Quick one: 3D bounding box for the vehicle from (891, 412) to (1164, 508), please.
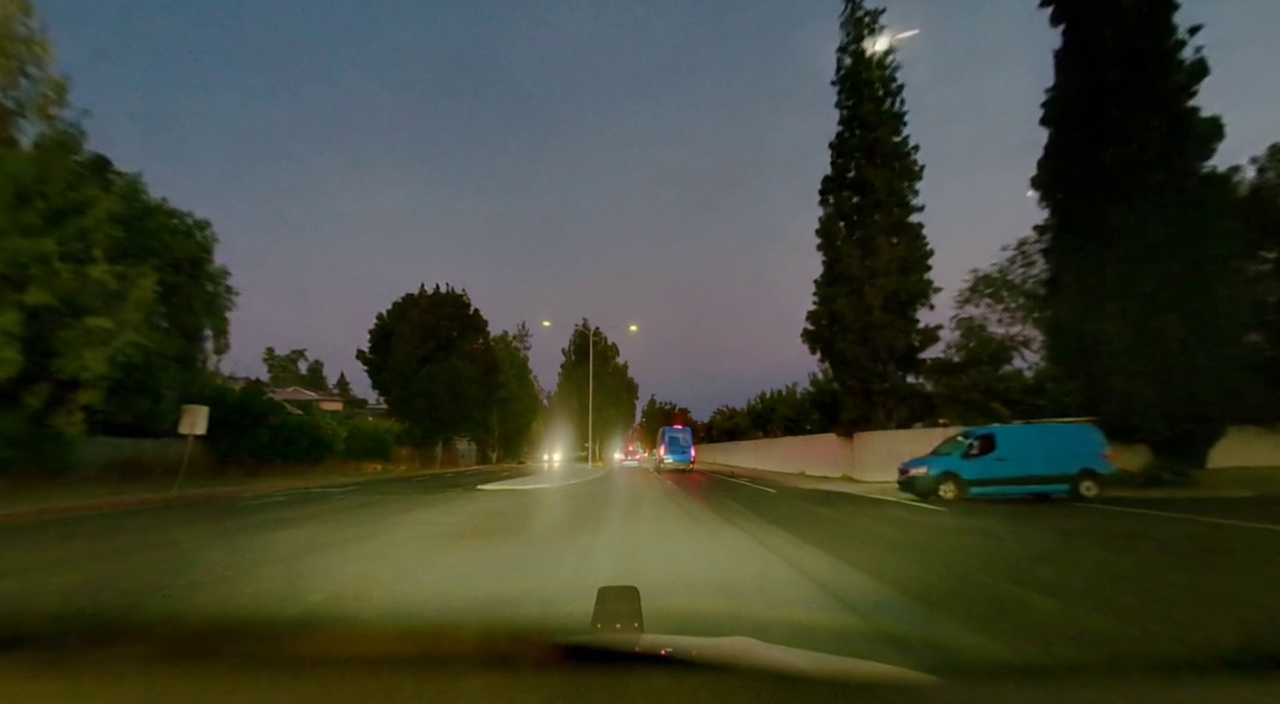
[{"bbox_3d":[9.170,2.600,15.445,4.990,2.142,2.488,0,-8,1],"label":"vehicle"}]
